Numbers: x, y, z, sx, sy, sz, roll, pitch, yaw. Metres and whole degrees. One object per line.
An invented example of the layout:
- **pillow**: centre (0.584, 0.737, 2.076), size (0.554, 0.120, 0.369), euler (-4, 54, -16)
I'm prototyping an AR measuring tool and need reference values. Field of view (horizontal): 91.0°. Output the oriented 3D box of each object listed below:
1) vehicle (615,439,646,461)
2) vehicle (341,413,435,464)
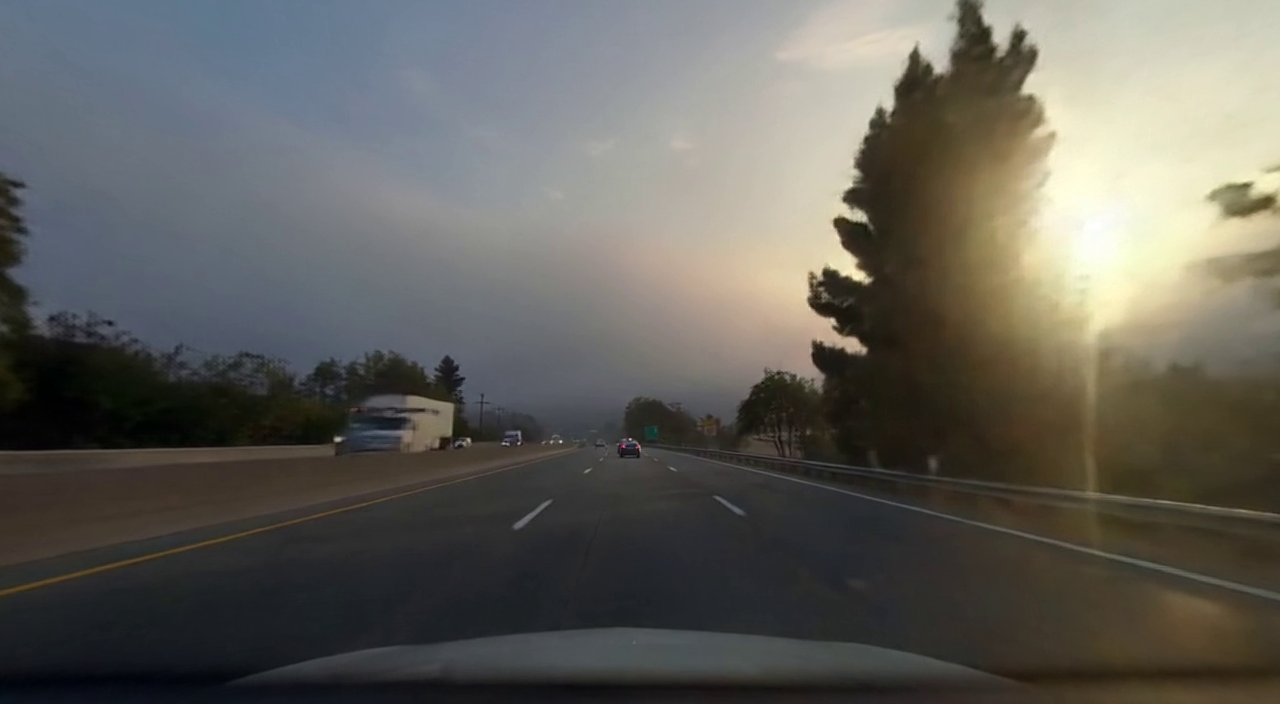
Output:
- **vehicle**: centre (-0.737, 7.065, 45.593), size (2.099, 1.504, 3.843), euler (0, -8, -2)
- **vehicle**: centre (-12.439, 4.360, 31.656), size (2.371, 2.306, 5.978), euler (0, -8, -1)
